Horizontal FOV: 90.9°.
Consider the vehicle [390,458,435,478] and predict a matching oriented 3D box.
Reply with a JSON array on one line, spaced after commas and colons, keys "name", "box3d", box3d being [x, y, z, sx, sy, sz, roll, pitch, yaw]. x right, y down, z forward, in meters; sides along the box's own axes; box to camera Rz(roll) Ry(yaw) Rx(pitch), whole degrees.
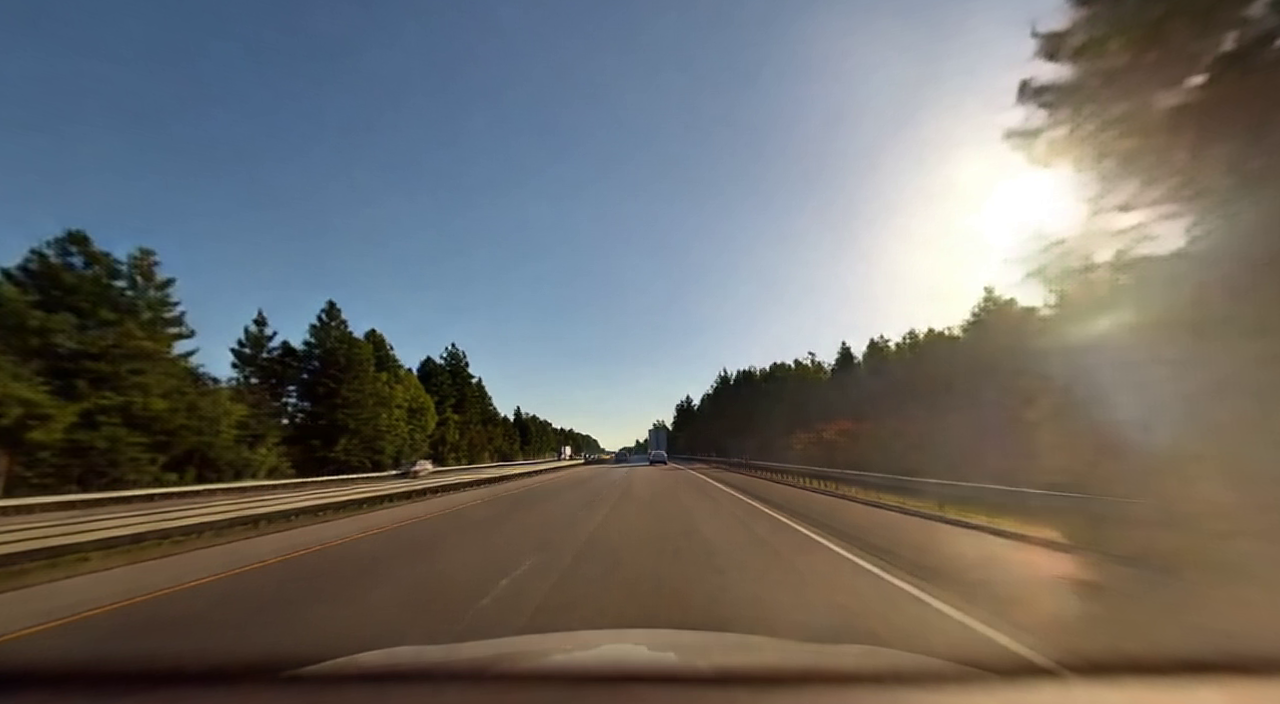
[{"name": "vehicle", "box3d": [-17.530, 8.949, 48.804, 1.876, 1.437, 3.888, -1, -9, 3]}]
